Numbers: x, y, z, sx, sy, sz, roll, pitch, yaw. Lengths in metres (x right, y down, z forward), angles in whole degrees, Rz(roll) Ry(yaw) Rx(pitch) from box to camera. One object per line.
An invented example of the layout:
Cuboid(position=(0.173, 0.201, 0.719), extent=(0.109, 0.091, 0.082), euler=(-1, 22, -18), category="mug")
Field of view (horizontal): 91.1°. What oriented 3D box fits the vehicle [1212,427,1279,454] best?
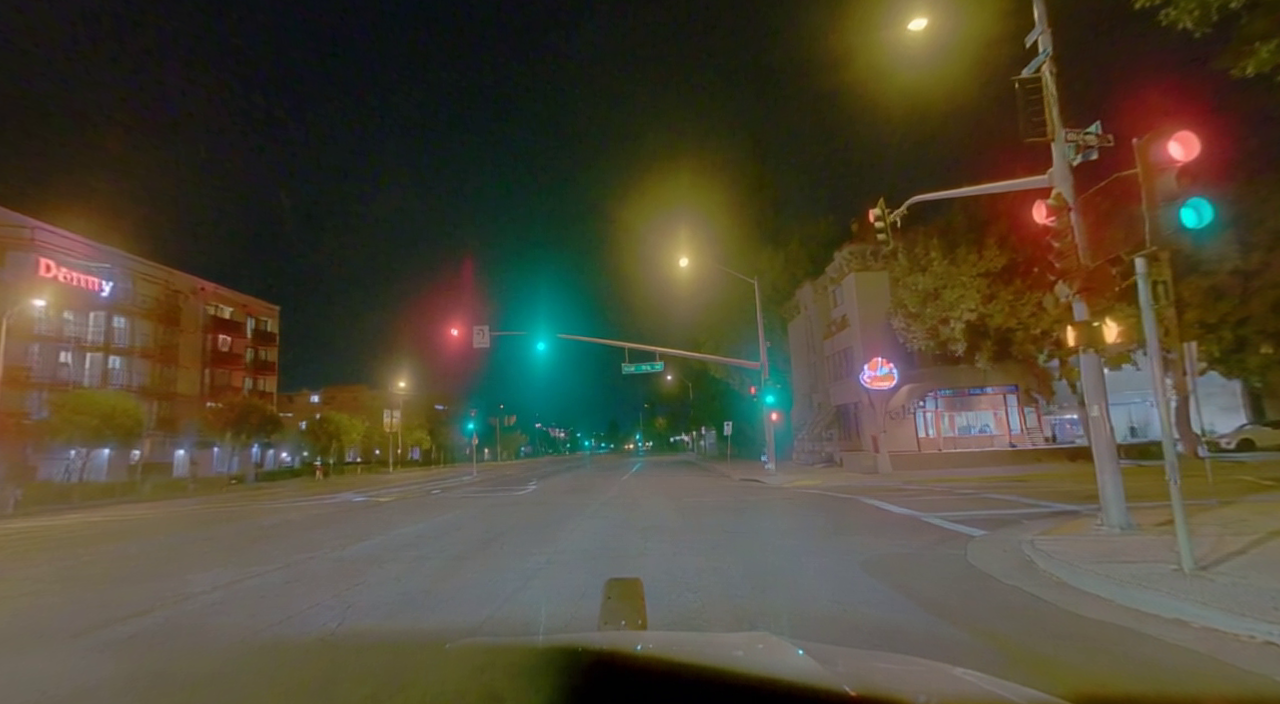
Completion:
Cuboid(position=(35.326, 4.972, 35.193), extent=(4.493, 1.453, 1.849), euler=(0, -9, 2), category="vehicle")
